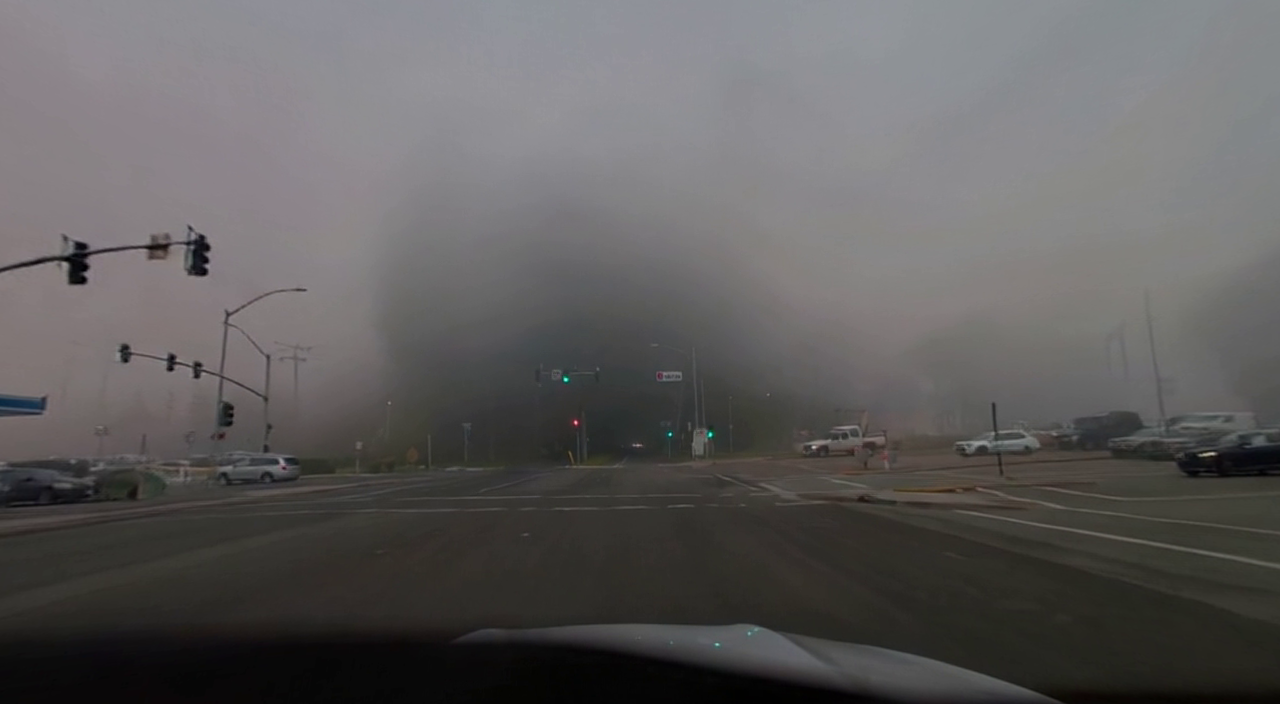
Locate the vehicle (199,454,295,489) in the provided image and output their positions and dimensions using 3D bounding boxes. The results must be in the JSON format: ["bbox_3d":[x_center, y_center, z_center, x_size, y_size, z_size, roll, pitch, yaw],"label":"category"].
[{"bbox_3d":[-25.958,7.899,41.853,5.056,1.839,1.957,-3,-6,-2],"label":"vehicle"}]

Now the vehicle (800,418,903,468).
[{"bbox_3d":[13.277,5.909,40.957,2.944,2.783,10.332,0,-9,-1],"label":"vehicle"}]

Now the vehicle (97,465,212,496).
[{"bbox_3d":[-25.862,6.867,33.795,4.448,1.525,1.835,1,-9,-5],"label":"vehicle"}]

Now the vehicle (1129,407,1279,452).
[{"bbox_3d":[30.058,4.137,33.595,6.052,2.171,2.511,0,-9,-4],"label":"vehicle"}]

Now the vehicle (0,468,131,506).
[{"bbox_3d":[-25.645,5.964,28.077,4.407,1.565,1.861,0,-9,2],"label":"vehicle"}]

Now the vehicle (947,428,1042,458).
[{"bbox_3d":[21.618,5.584,38.601,4.578,1.756,2.042,1,-9,-4],"label":"vehicle"}]

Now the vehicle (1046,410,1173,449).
[{"bbox_3d":[28.915,4.811,39.102,5.625,2.303,2.592,0,-9,2],"label":"vehicle"}]
